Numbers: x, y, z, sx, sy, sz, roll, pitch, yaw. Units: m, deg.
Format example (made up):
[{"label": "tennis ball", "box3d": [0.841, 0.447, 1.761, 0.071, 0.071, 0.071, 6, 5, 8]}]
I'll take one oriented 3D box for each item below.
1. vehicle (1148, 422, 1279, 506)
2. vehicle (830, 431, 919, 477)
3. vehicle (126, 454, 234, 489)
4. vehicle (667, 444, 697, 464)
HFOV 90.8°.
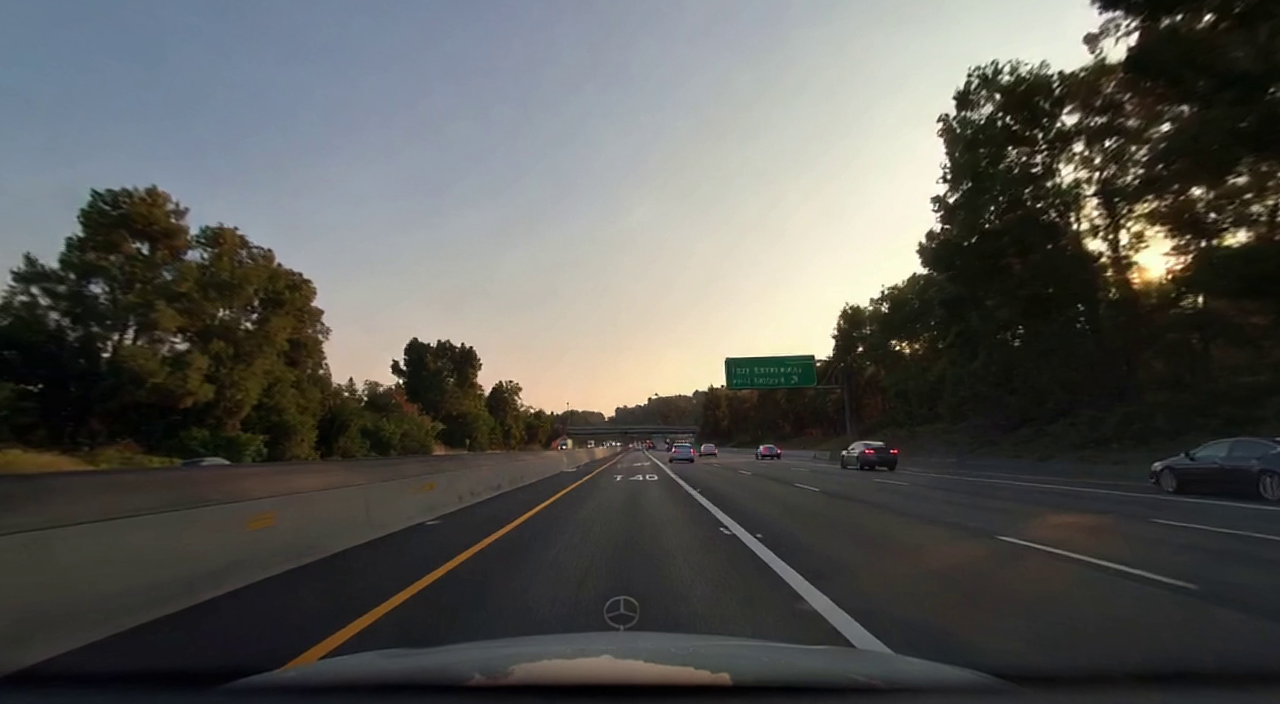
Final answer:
[{"label": "vehicle", "box3d": [14.167, 2.467, 14.083, 1.957, 1.709, 4.387, 0, -9, -1]}, {"label": "vehicle", "box3d": [10.129, 4.458, 27.703, 2.098, 1.820, 4.505, 0, -9, -1]}, {"label": "vehicle", "box3d": [-22.356, 5.797, 30.998, 1.866, 1.526, 4.669, 0, -9, -2]}, {"label": "vehicle", "box3d": [3.211, 7.937, 49.274, 1.956, 1.462, 4.397, 0, -9, -1]}]
